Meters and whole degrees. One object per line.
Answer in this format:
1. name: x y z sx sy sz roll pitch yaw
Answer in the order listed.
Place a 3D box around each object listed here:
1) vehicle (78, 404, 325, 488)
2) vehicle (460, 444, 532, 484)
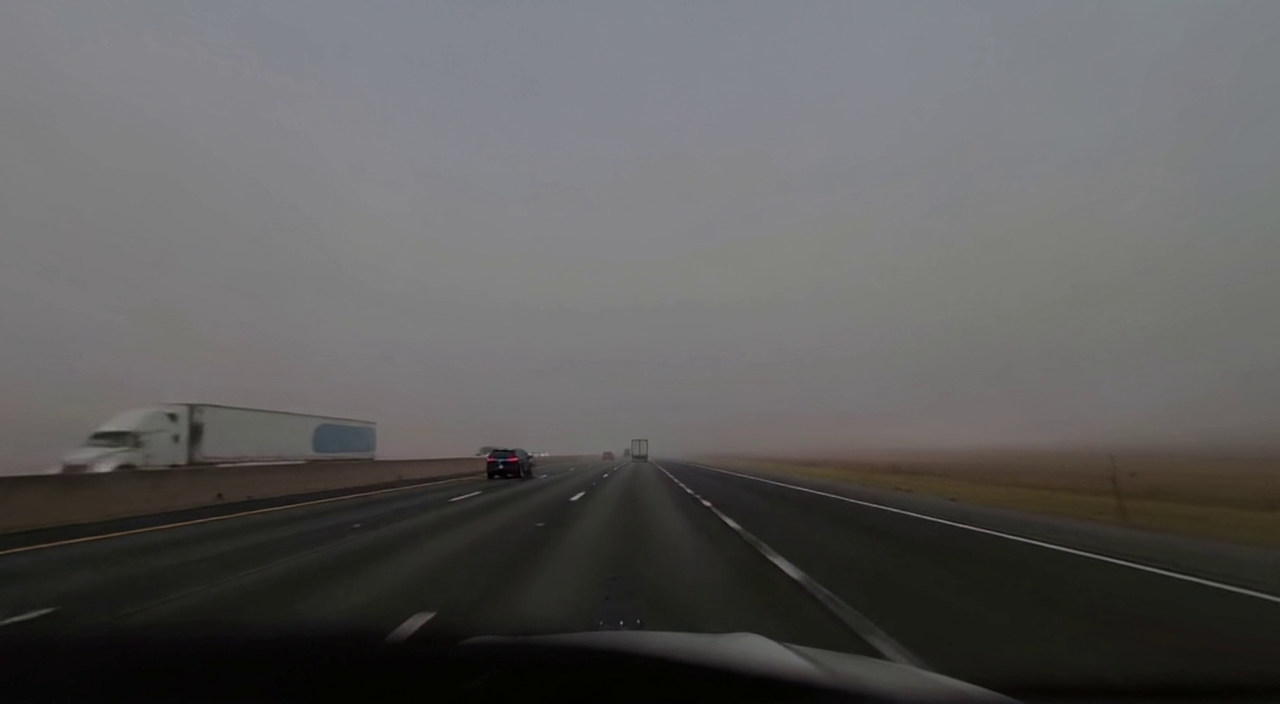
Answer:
1. vehicle: -24.316 5.648 37.445 3.210 3.820 16.949 0 -9 -2
2. vehicle: -6.608 5.198 29.614 2.234 1.698 4.634 0 -9 1
